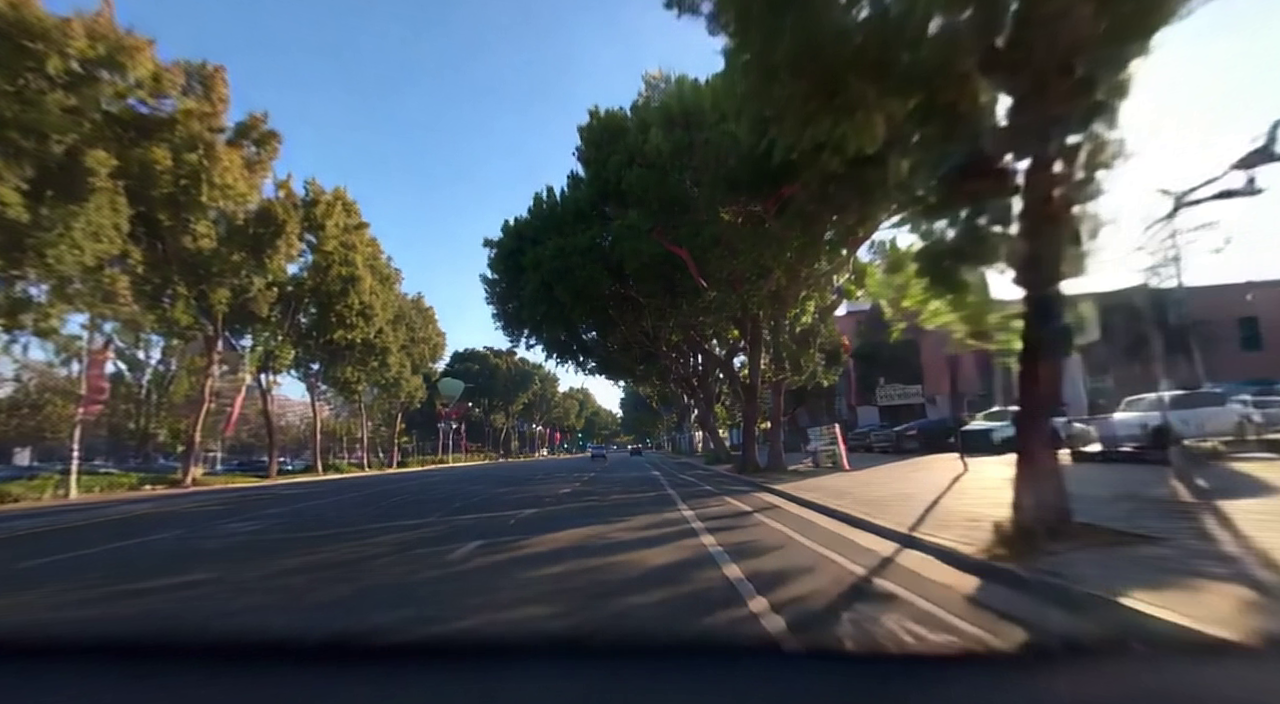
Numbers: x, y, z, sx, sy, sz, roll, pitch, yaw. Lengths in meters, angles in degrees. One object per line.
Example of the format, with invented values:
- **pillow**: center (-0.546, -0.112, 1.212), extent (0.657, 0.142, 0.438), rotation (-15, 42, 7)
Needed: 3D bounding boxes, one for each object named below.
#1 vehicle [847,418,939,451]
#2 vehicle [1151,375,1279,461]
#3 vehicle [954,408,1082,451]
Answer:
- **vehicle**: center (12.525, 4.119, 31.341), extent (3.742, 1.560, 1.822), rotation (-1, -9, 1)
- **vehicle**: center (12.741, 1.207, 12.396), extent (3.795, 1.485, 1.698), rotation (-4, -8, -2)
- **vehicle**: center (13.041, 2.709, 21.865), extent (3.375, 1.411, 1.561), rotation (0, -9, 0)
